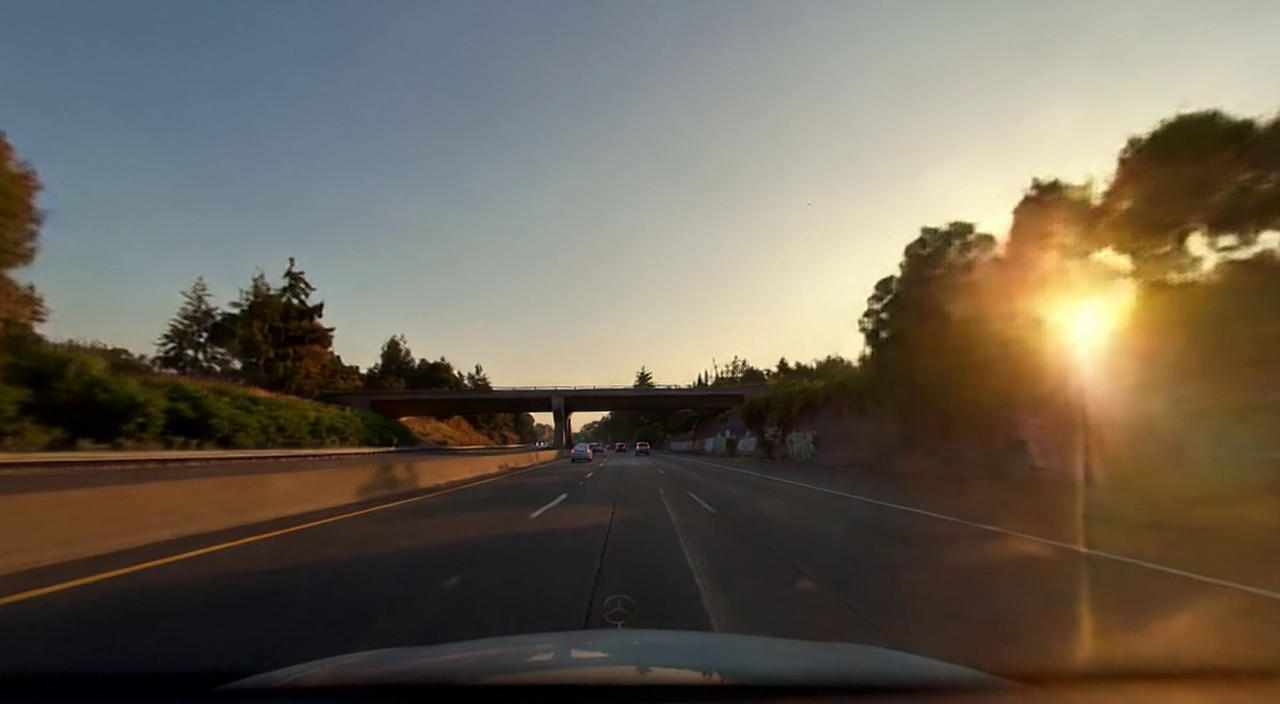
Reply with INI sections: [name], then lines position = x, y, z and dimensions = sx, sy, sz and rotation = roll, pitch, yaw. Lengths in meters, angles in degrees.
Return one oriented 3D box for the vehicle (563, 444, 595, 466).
[vehicle]
position = -4.211, 7.179, 43.917
dimensions = 1.871, 1.459, 3.771
rotation = 0, -9, -1
